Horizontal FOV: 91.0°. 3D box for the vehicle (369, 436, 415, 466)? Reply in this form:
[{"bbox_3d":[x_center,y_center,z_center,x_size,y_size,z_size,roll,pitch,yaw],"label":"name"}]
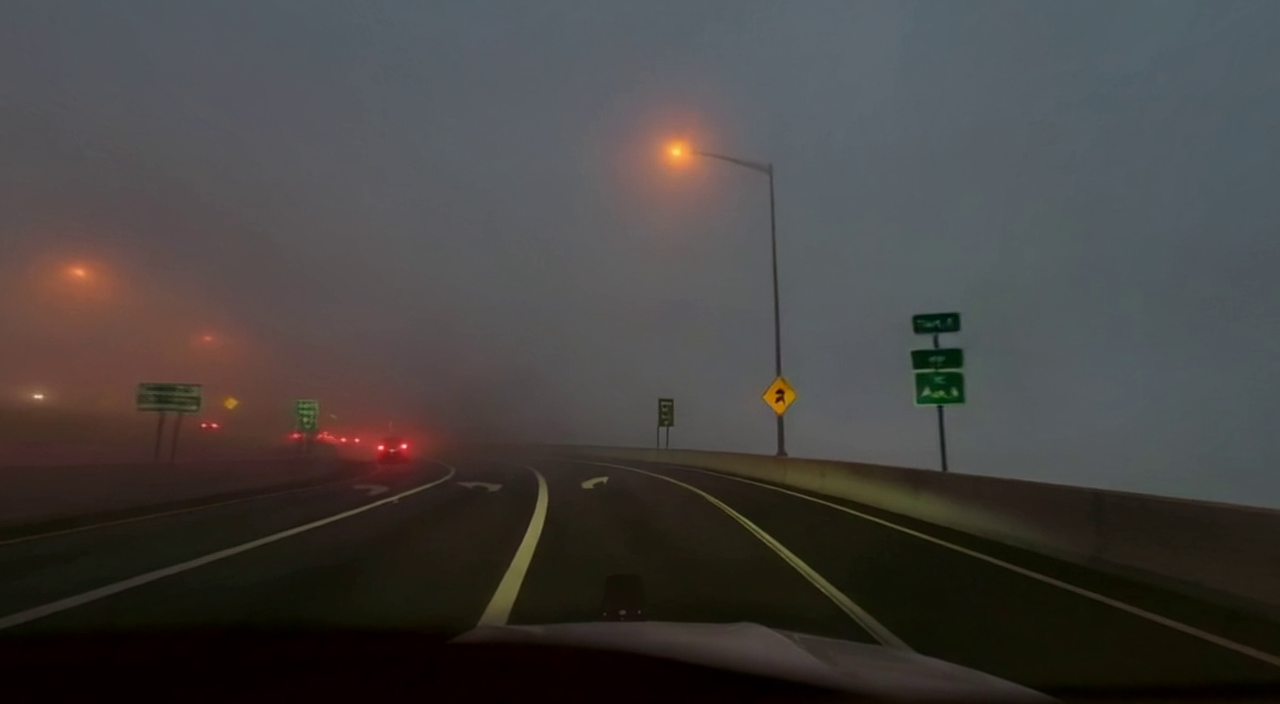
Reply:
[{"bbox_3d":[-14.268,5.645,36.072,2.234,1.588,4.484,4,-9,-22],"label":"vehicle"}]
